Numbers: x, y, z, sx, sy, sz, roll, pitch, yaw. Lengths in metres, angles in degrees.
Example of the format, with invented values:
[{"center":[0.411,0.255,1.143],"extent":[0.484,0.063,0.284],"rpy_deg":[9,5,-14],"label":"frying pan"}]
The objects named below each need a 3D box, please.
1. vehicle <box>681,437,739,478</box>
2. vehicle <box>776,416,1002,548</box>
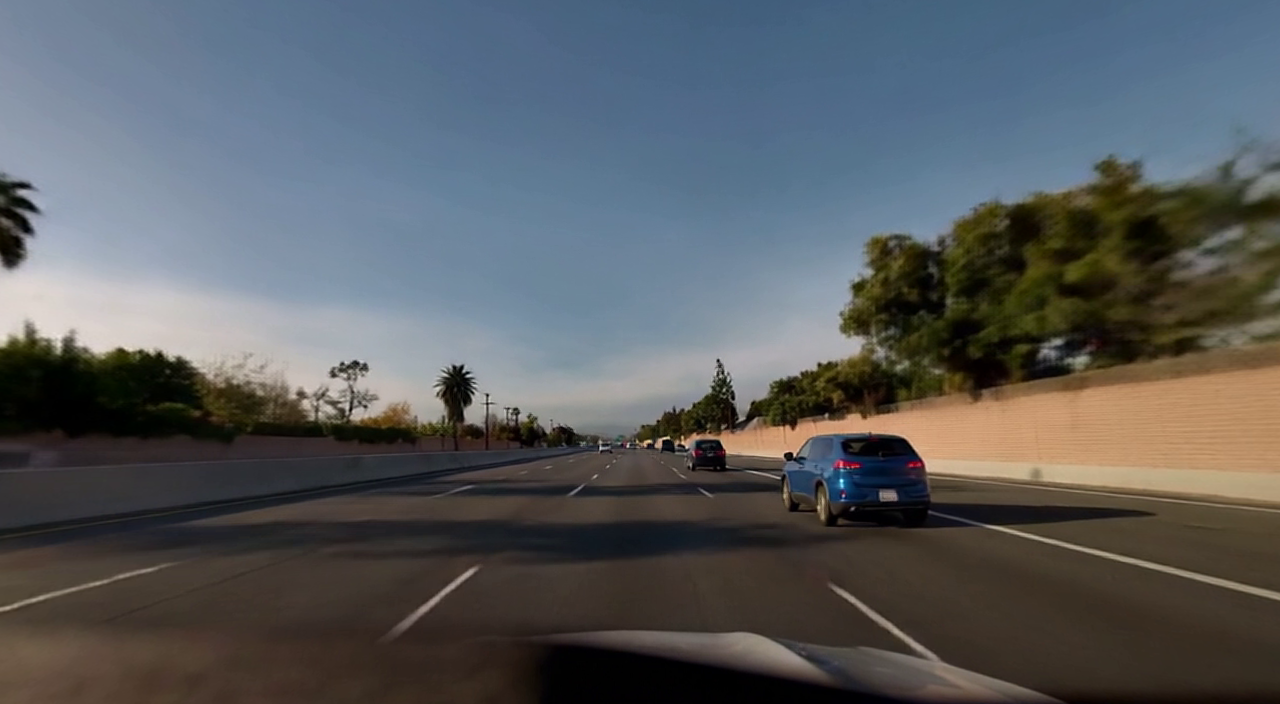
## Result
[{"center":[3.050,4.695,28.487],"extent":[2.045,1.688,4.313],"rpy_deg":[0,-8,-1],"label":"vehicle"},{"center":[3.698,1.998,10.383],"extent":[1.910,1.696,4.187],"rpy_deg":[0,-8,-1],"label":"vehicle"}]
